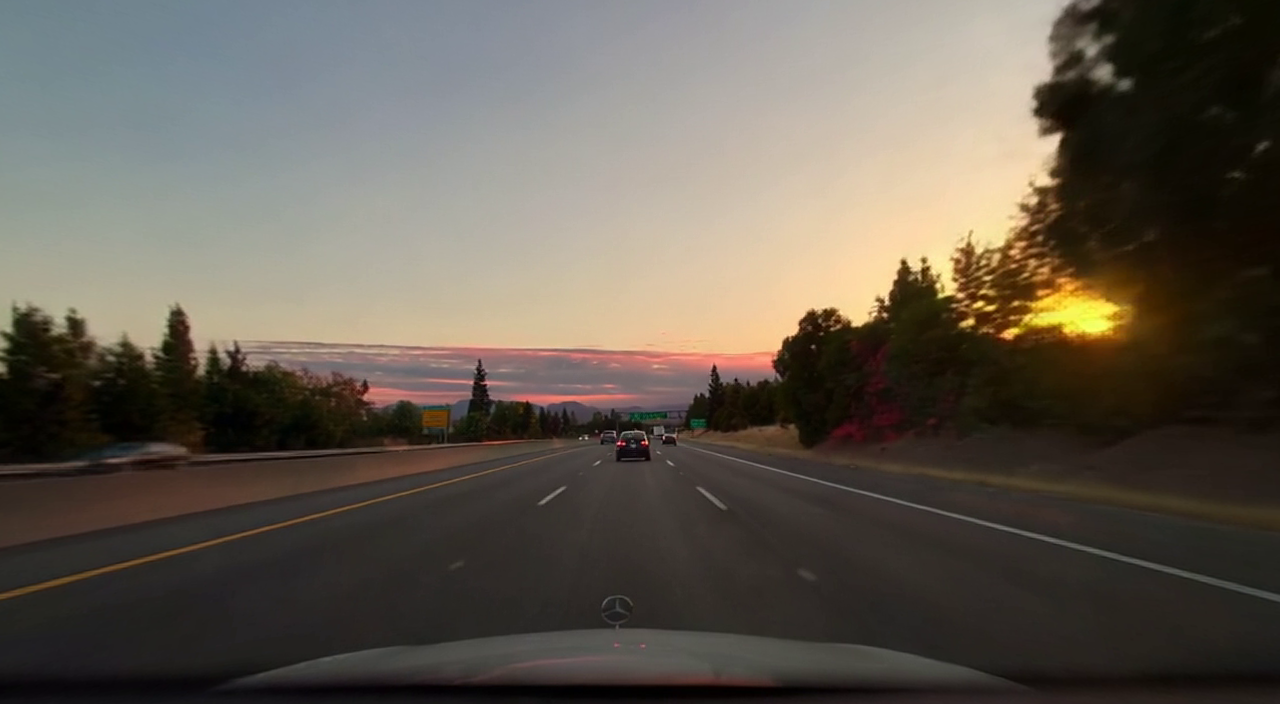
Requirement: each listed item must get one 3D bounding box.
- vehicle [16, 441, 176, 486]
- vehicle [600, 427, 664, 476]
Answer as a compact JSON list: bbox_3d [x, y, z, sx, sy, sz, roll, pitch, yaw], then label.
[{"bbox_3d":[-19.767,4.028,23.237,1.889,1.449,4.539,0,-8,-1],"label":"vehicle"},{"bbox_3d":[-0.288,3.516,22.501,2.094,1.600,3.666,0,-8,-1],"label":"vehicle"}]
